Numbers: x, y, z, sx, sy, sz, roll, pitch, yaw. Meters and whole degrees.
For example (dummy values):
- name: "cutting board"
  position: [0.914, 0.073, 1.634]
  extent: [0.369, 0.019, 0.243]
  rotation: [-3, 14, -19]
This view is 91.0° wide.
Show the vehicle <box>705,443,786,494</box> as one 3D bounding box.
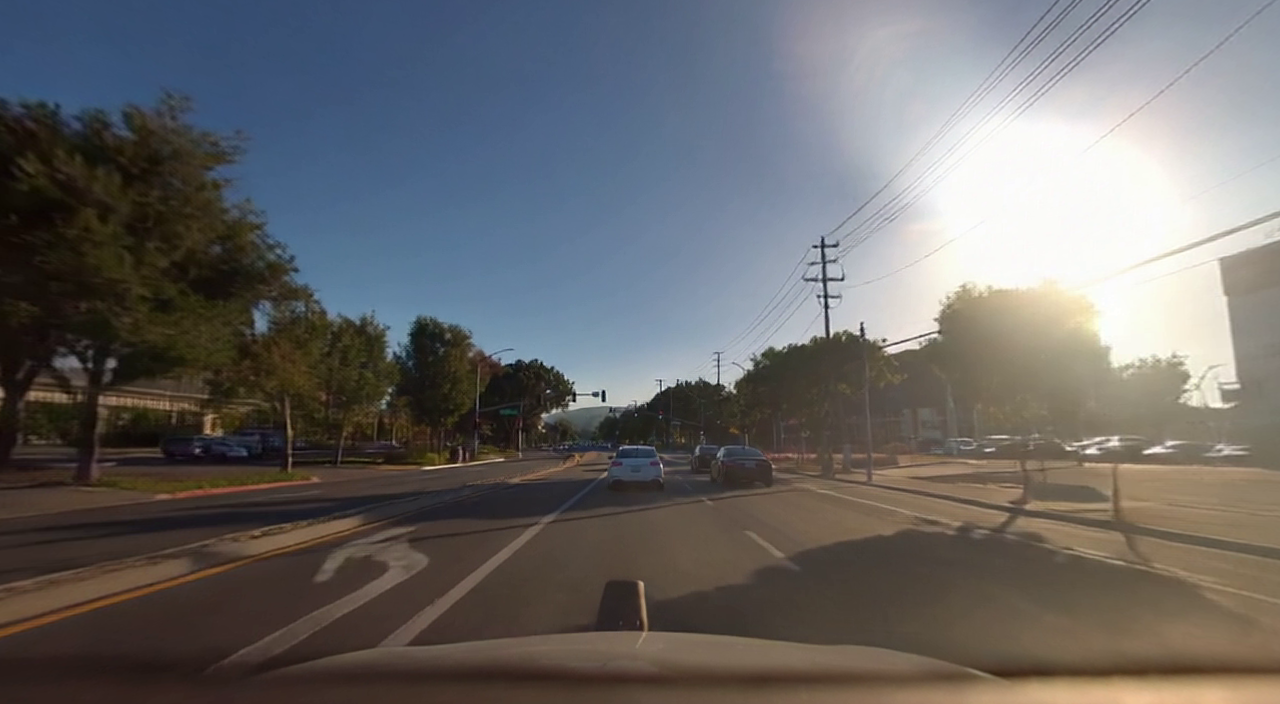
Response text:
- name: "vehicle"
  position: [3.372, 3.809, 20.909]
  extent: [1.985, 1.489, 4.036]
  rotation: [0, -9, -1]

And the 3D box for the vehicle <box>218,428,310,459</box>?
- name: "vehicle"
  position: [-28.955, 7.142, 48.885]
  extent: [2.878, 2.172, 7.057]
  rotation: [1, -8, -1]

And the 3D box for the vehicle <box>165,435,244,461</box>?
- name: "vehicle"
  position: [-28.342, 6.276, 41.180]
  extent: [1.908, 1.553, 4.979]
  rotation: [1, -9, -4]

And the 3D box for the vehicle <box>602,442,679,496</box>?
- name: "vehicle"
  position: [-0.029, 3.563, 19.558]
  extent: [2.144, 1.473, 4.028]
  rotation: [1, -9, -1]
